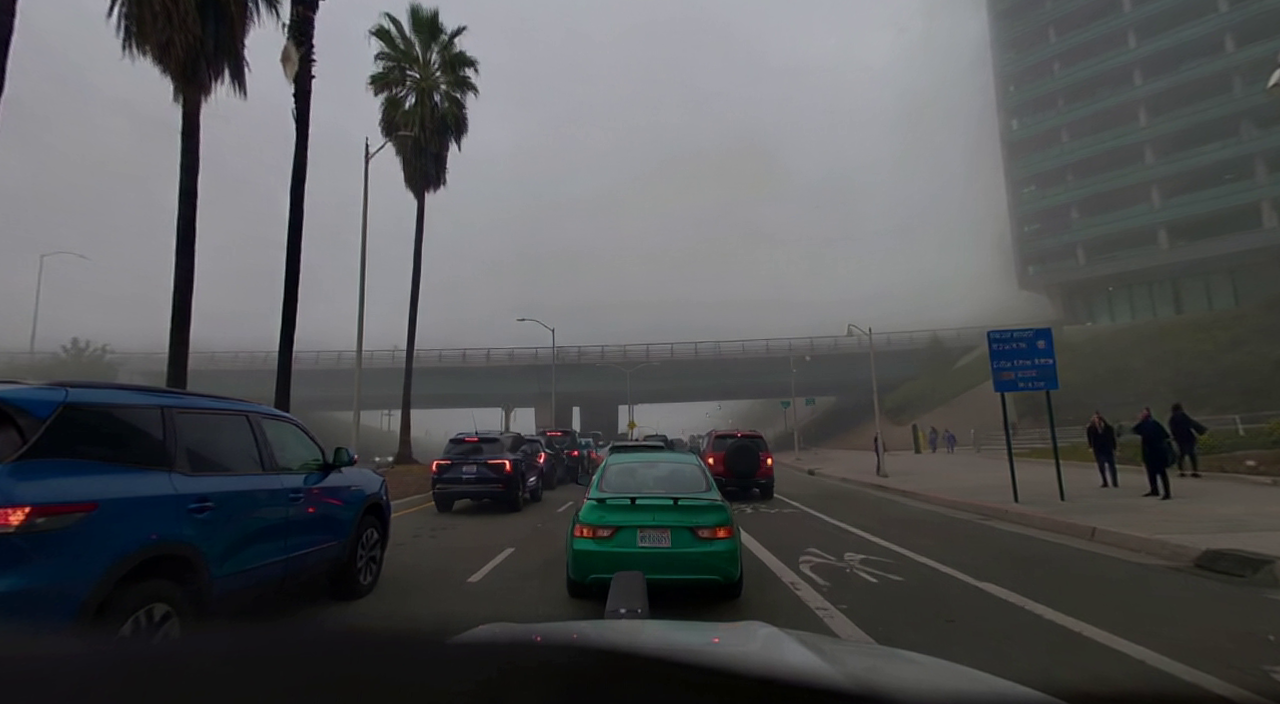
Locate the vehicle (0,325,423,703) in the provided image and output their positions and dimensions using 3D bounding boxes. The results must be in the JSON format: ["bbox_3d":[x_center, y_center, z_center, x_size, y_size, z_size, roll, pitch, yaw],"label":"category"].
[{"bbox_3d":[-3.261,1.075,4.200,2.014,1.740,4.359,0,-8,1],"label":"vehicle"}]

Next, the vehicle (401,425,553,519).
[{"bbox_3d":[-3.174,2.425,13.244,1.955,1.637,4.032,0,-8,2],"label":"vehicle"}]

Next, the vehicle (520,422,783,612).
[{"bbox_3d":[0.072,1.589,7.036,2.036,1.461,4.129,0,-8,-1],"label":"vehicle"}]
